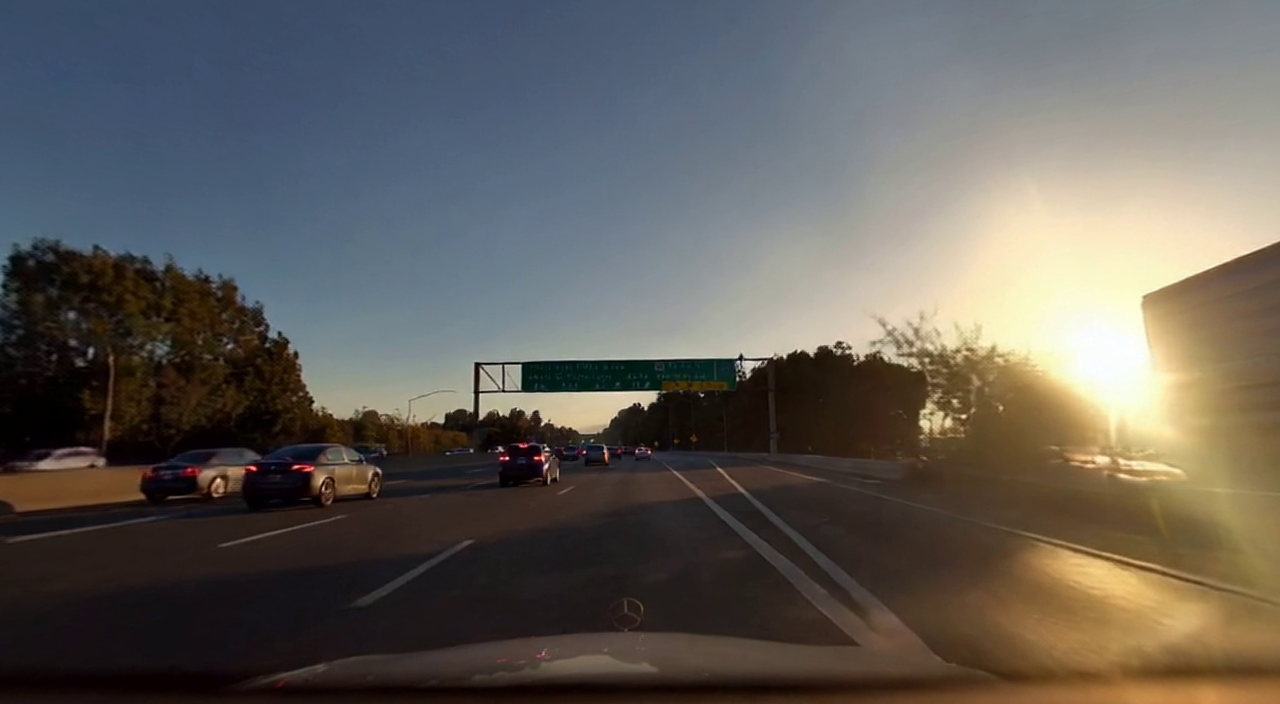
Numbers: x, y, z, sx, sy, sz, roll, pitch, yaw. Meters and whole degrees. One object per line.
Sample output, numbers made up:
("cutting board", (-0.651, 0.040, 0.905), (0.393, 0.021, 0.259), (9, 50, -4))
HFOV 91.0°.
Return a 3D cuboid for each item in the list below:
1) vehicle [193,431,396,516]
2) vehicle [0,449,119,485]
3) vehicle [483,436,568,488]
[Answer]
("vehicle", (-7.744, 2.753, 14.786), (2.071, 1.661, 4.540), (0, -9, 1))
("vehicle", (-27.322, 5.294, 29.347), (1.885, 1.530, 4.800), (0, -9, 0))
("vehicle", (-4.020, 3.958, 22.963), (2.158, 1.717, 4.375), (0, -9, 2))
